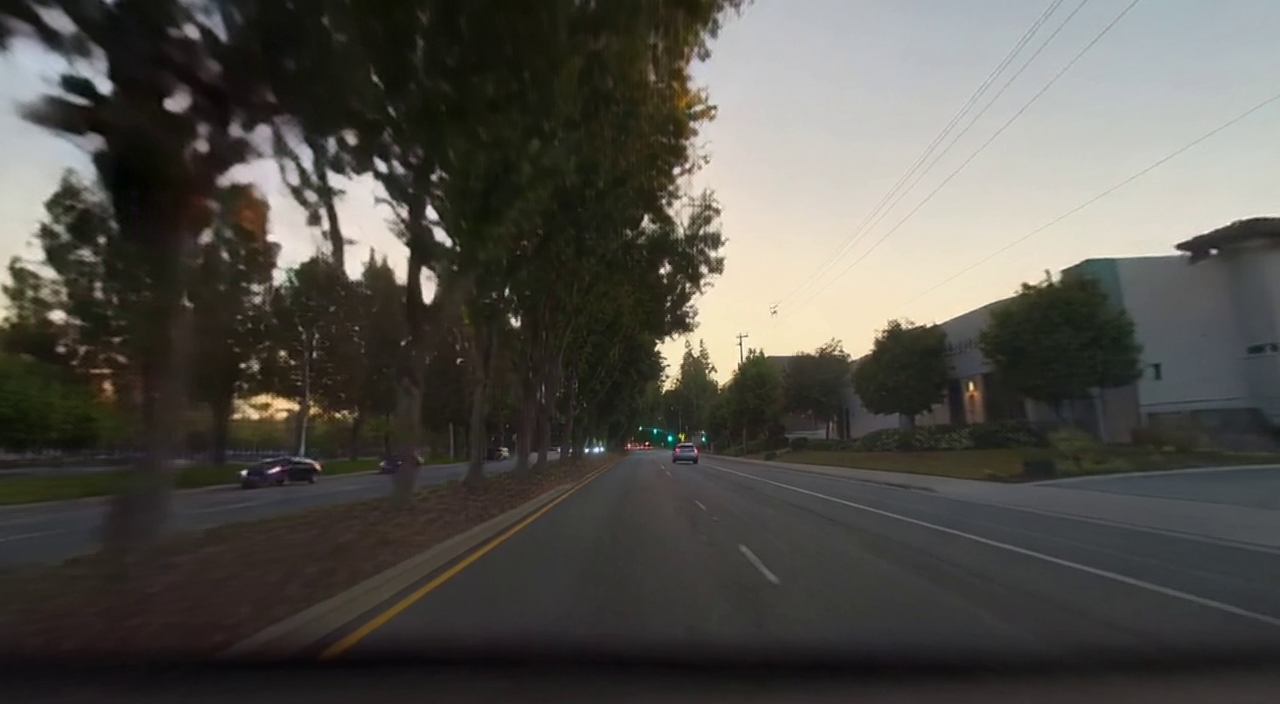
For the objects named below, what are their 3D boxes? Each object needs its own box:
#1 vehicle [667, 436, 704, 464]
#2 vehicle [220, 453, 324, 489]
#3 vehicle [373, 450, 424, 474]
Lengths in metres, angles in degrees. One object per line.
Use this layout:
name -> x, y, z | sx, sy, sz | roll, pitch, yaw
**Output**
vehicle -> 3.098, 6.847, 44.097 | 2.085, 1.828, 5.383 | 0, -8, -1
vehicle -> -16.832, 5.440, 29.255 | 1.908, 1.445, 4.730 | 0, -8, 1
vehicle -> -16.670, 7.570, 43.755 | 1.857, 1.519, 3.969 | 0, -8, 1
